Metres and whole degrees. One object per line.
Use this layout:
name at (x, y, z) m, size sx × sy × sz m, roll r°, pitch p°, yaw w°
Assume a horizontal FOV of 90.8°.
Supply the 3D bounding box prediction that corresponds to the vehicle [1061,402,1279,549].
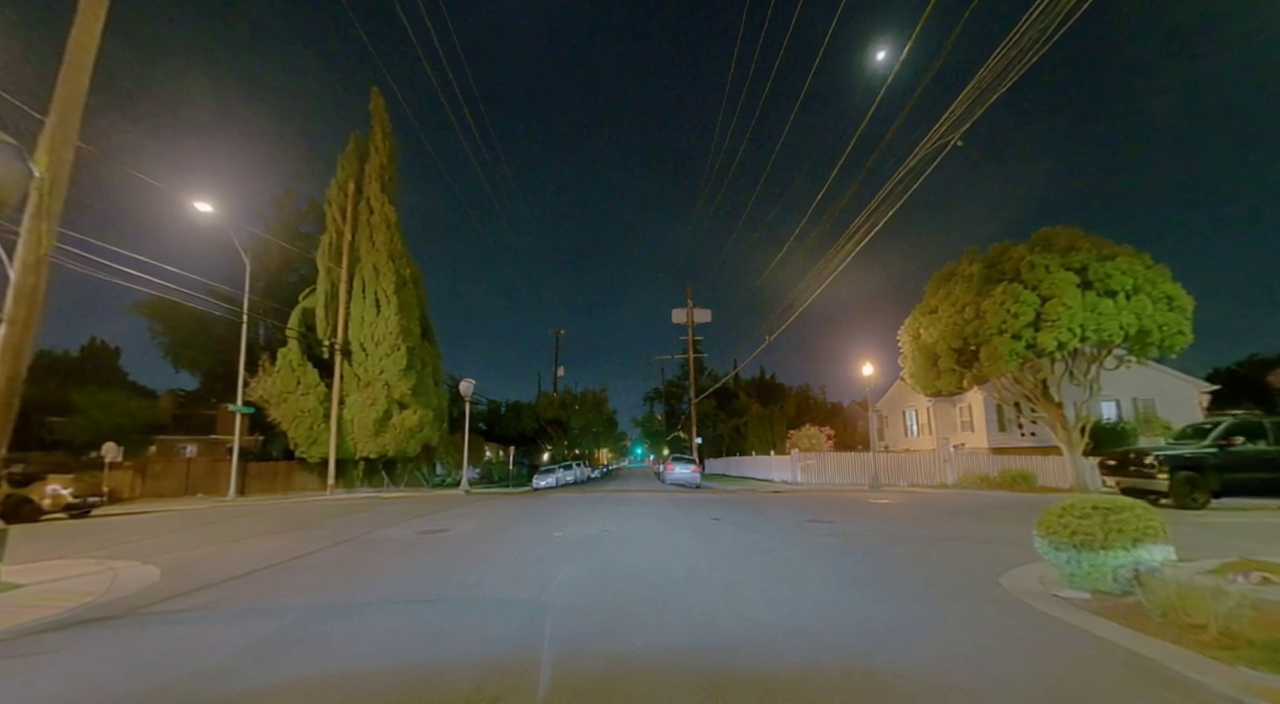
vehicle at (9.668, 1.818, 9.683) m, size 4.677 × 1.949 × 2.334 m, roll -1°, pitch -8°, yaw 3°

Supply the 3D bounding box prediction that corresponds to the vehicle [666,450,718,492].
vehicle at (2.570, 5.980, 32.163) m, size 2.051 × 1.874 × 4.459 m, roll 0°, pitch -8°, yaw -3°

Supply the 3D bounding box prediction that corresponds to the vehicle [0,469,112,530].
vehicle at (-19.196, 4.500, 19.482) m, size 3.977 × 1.665 × 1.976 m, roll 0°, pitch -8°, yaw 0°

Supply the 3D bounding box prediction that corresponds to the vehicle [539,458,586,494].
vehicle at (-4.297, 6.915, 35.697) m, size 2.189 × 1.771 × 4.571 m, roll 0°, pitch -8°, yaw -1°
